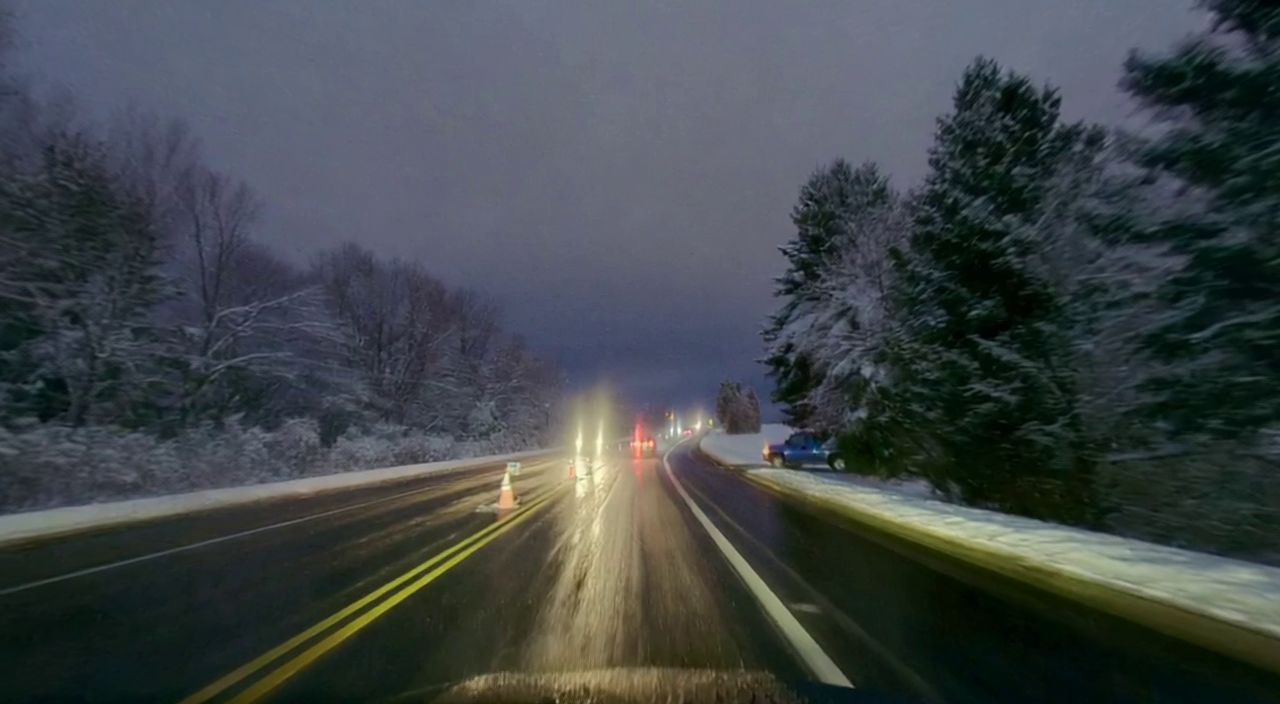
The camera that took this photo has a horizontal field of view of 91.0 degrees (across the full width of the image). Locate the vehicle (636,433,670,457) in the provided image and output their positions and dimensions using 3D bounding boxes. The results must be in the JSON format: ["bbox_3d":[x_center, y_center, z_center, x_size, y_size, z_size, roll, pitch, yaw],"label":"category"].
[{"bbox_3d":[0.884,6.171,41.617,2.042,1.489,3.963,0,-8,4],"label":"vehicle"}]

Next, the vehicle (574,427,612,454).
[{"bbox_3d":[-3.423,6.608,46.705,2.079,1.880,4.493,-1,-8,5],"label":"vehicle"}]
